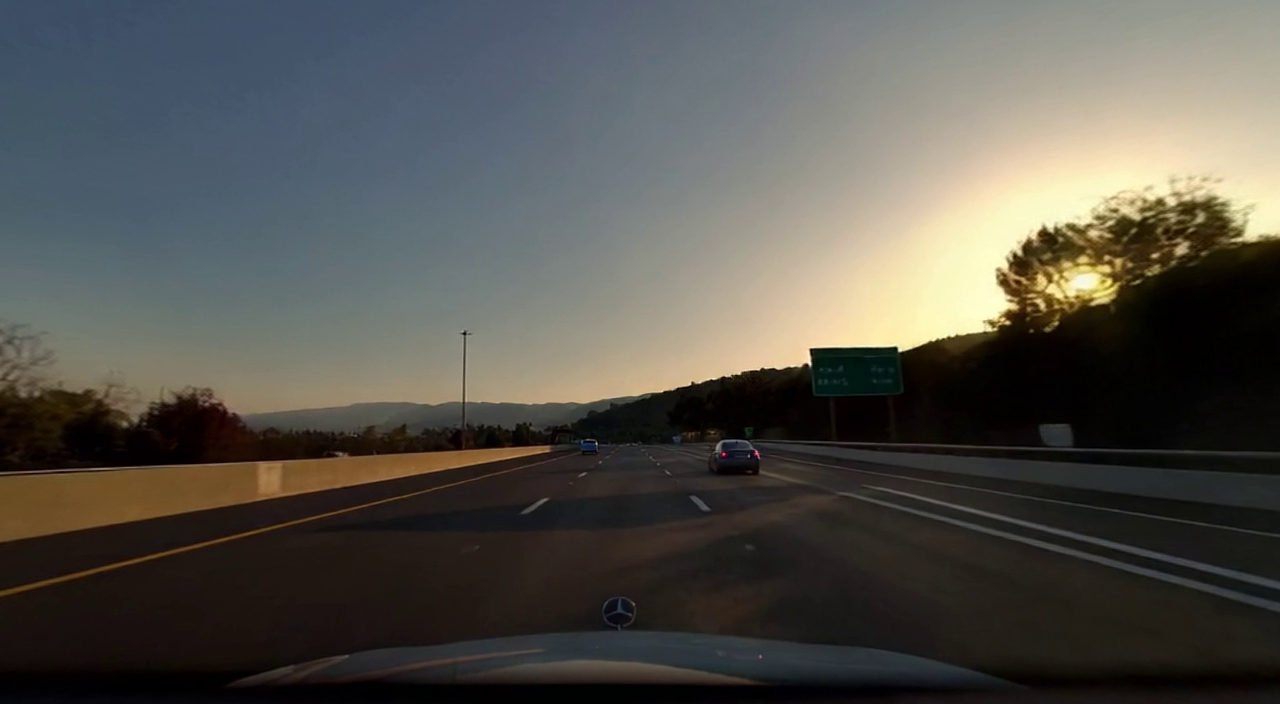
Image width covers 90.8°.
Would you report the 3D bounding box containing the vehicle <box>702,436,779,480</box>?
[{"bbox_3d":[3.657,3.950,23.835,2.060,1.485,4.274,0,-9,-2],"label":"vehicle"}]
